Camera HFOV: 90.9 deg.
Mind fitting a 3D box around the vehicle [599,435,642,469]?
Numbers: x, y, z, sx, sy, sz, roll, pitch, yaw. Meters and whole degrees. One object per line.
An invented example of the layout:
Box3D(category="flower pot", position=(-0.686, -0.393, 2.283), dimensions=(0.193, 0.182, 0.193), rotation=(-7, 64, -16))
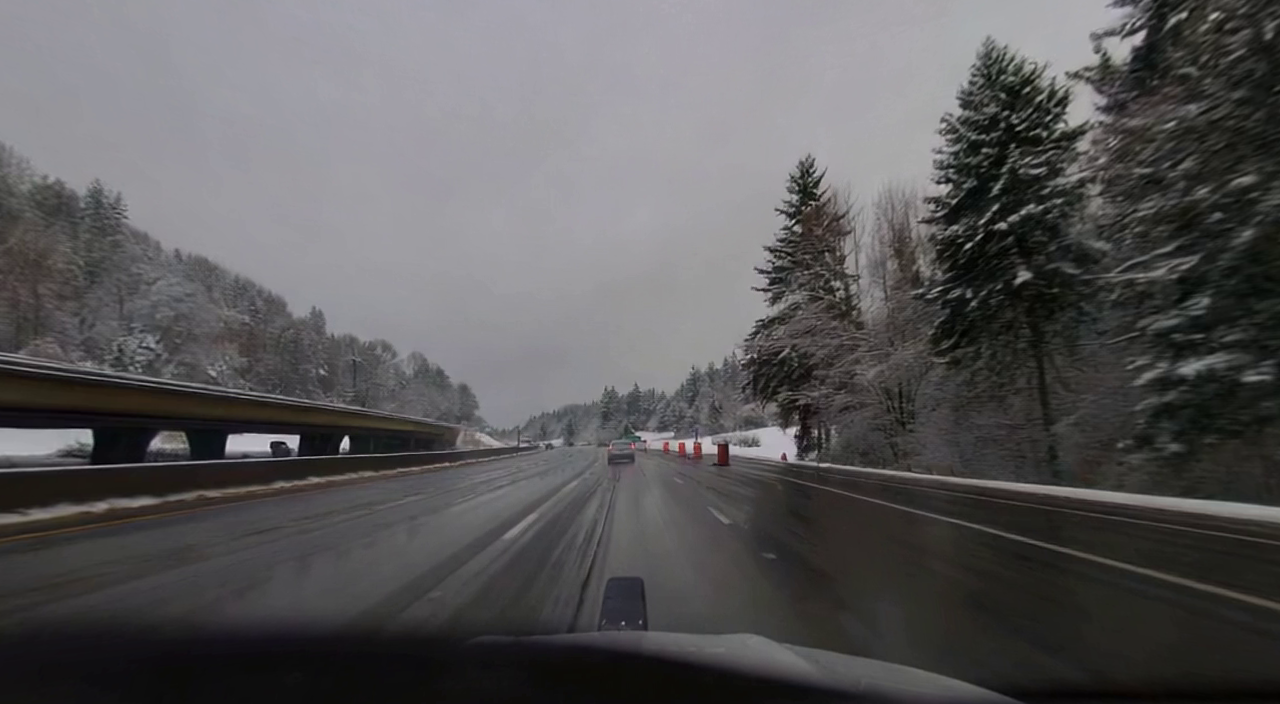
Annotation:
Box3D(category="vehicle", position=(-1.175, 5.736, 36.217), dimensions=(2.328, 1.805, 4.502), rotation=(0, -8, -3))
